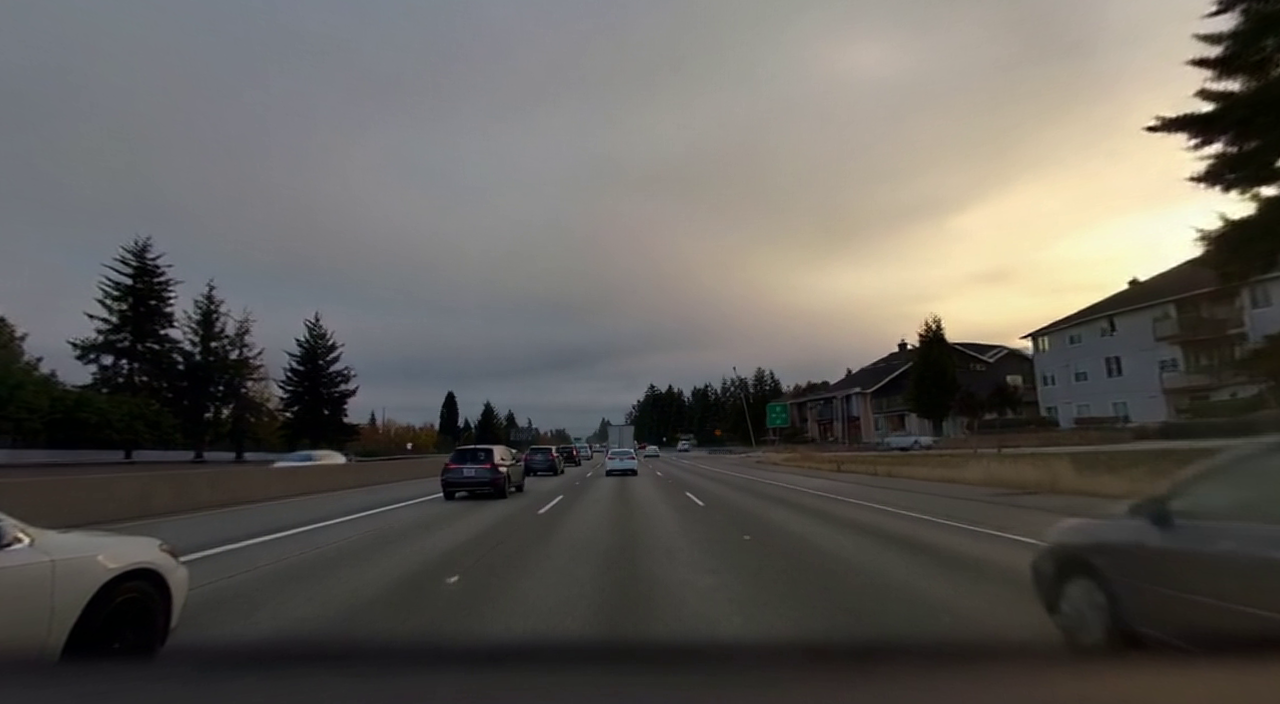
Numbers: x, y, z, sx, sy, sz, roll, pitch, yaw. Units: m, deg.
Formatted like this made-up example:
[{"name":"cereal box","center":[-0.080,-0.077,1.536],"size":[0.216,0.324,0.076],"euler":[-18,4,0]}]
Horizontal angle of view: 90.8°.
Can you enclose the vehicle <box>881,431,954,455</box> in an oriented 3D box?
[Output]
[{"name":"vehicle","center":[17.331,5.742,39.681],"size":[1.894,1.458,4.268],"euler":[2,-9,-13]}]

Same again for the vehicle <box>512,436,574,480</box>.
[{"name":"vehicle","center":[-4.676,5.230,31.344],"size":[2.301,1.944,5.482],"euler":[0,-9,-1]}]

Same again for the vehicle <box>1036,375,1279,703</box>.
[{"name":"vehicle","center":[3.526,0.765,1.748],"size":[2.027,1.554,4.252],"euler":[0,-9,-1]}]

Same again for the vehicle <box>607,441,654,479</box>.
[{"name":"vehicle","center":[-0.453,5.115,30.122],"size":[2.063,1.703,4.203],"euler":[0,-9,-1]}]

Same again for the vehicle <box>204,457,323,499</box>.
[{"name":"vehicle","center":[-15.067,5.035,25.651],"size":[1.961,1.461,4.643],"euler":[0,-9,0]}]

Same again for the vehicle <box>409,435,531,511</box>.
[{"name":"vehicle","center":[-4.146,3.012,16.162],"size":[1.988,1.668,4.021],"euler":[0,-9,0]}]
